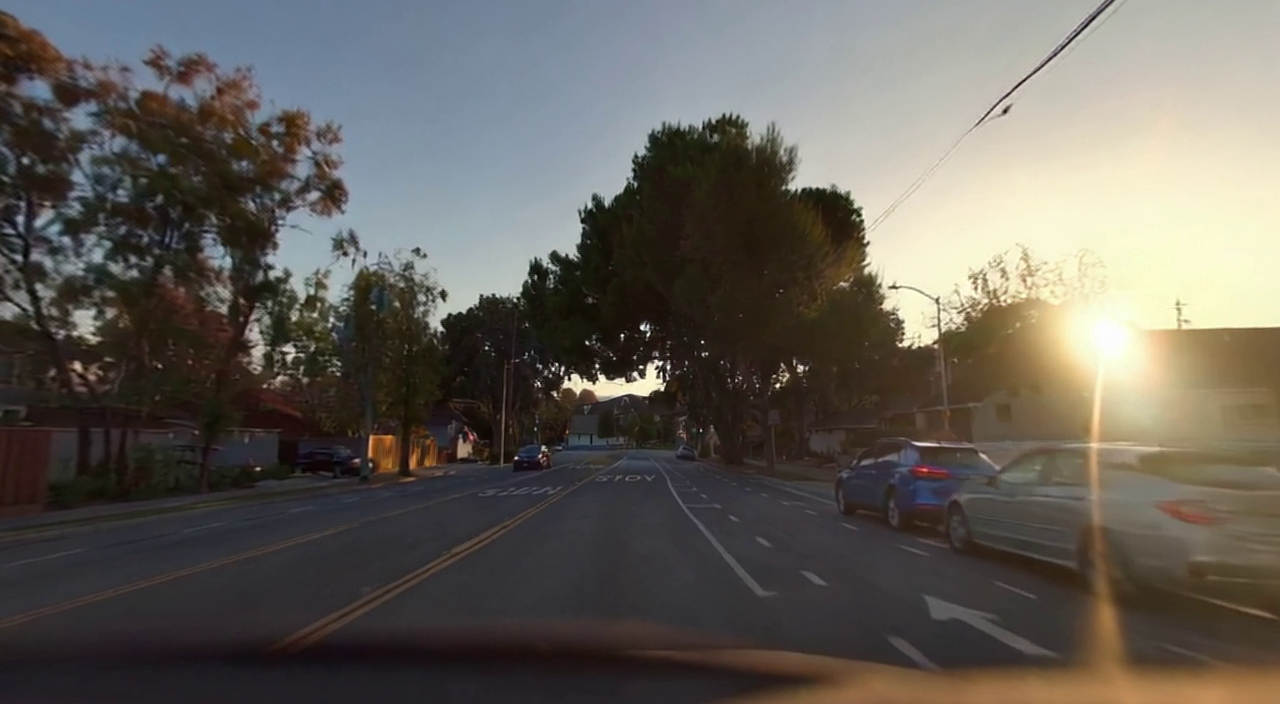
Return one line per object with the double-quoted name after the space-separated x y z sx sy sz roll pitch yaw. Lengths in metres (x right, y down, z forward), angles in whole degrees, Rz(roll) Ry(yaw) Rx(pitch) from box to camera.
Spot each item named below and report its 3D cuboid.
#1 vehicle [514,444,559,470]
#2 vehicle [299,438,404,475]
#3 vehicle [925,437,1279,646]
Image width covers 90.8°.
-6.579 6.696 40.509 2.057 1.495 4.592 0 -8 1 "vehicle"
-16.257 5.859 35.714 5.125 1.941 2.086 4 -9 -26 "vehicle"
5.169 1.792 7.140 1.891 1.611 4.269 0 -8 0 "vehicle"
